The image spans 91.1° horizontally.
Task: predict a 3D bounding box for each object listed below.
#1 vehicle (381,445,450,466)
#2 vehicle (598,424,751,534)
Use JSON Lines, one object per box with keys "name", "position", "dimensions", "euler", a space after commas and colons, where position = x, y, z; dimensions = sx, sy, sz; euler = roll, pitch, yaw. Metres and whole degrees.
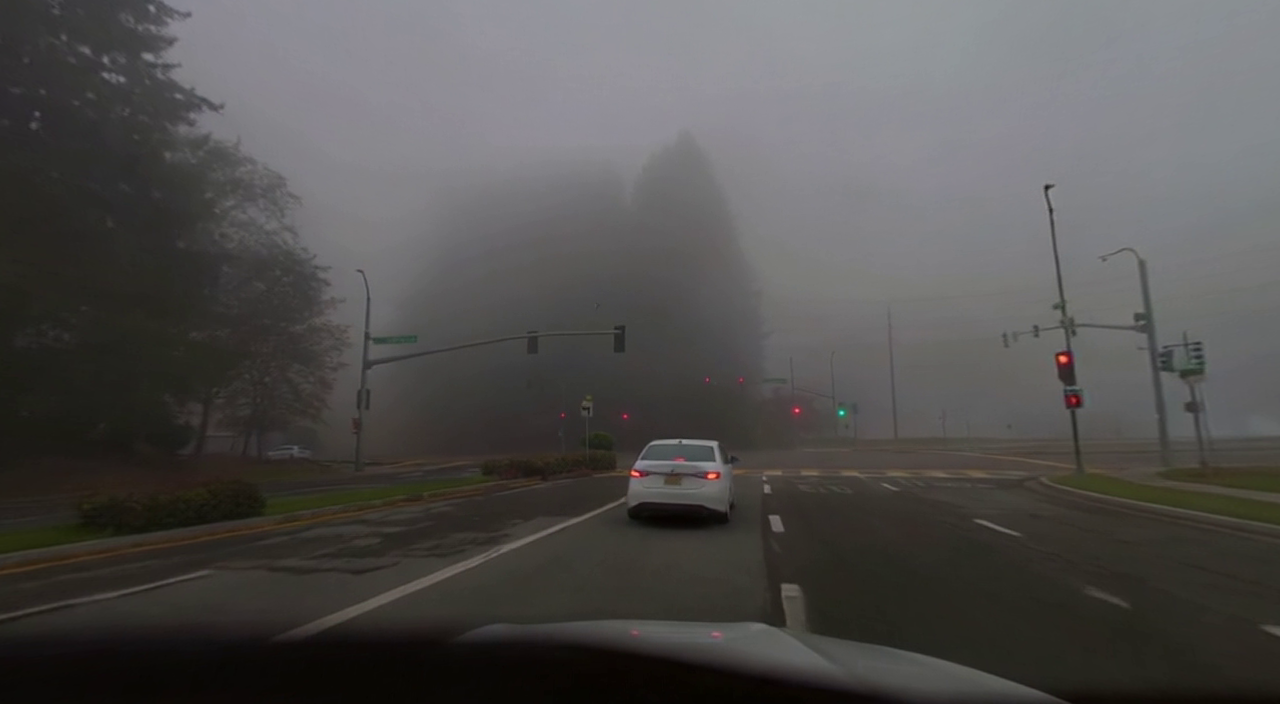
{"name": "vehicle", "position": [-16.866, 7.743, 47.097], "dimensions": [4.735, 1.472, 1.932], "euler": [-4, -9, 23]}
{"name": "vehicle", "position": [0.898, 2.227, 11.684], "dimensions": [2.139, 1.564, 4.901], "euler": [-1, -9, 11]}
